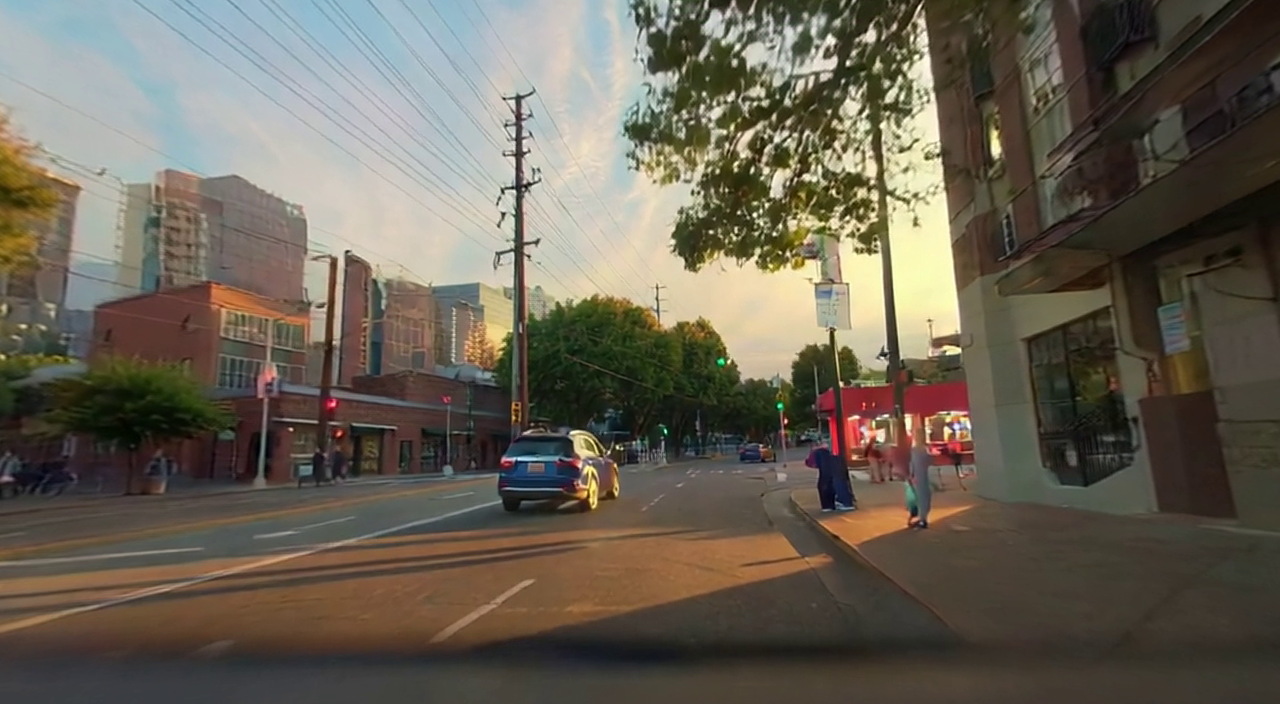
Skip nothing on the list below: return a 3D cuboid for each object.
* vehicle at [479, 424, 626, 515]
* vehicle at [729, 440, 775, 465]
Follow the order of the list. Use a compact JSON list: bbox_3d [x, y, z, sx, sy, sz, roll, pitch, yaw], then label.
[{"bbox_3d":[-1.766,2.620,14.478,2.101,1.721,4.364,-1,-9,9],"label":"vehicle"},{"bbox_3d":[7.122,6.307,39.765,2.006,1.470,4.099,-4,-9,22],"label":"vehicle"}]
